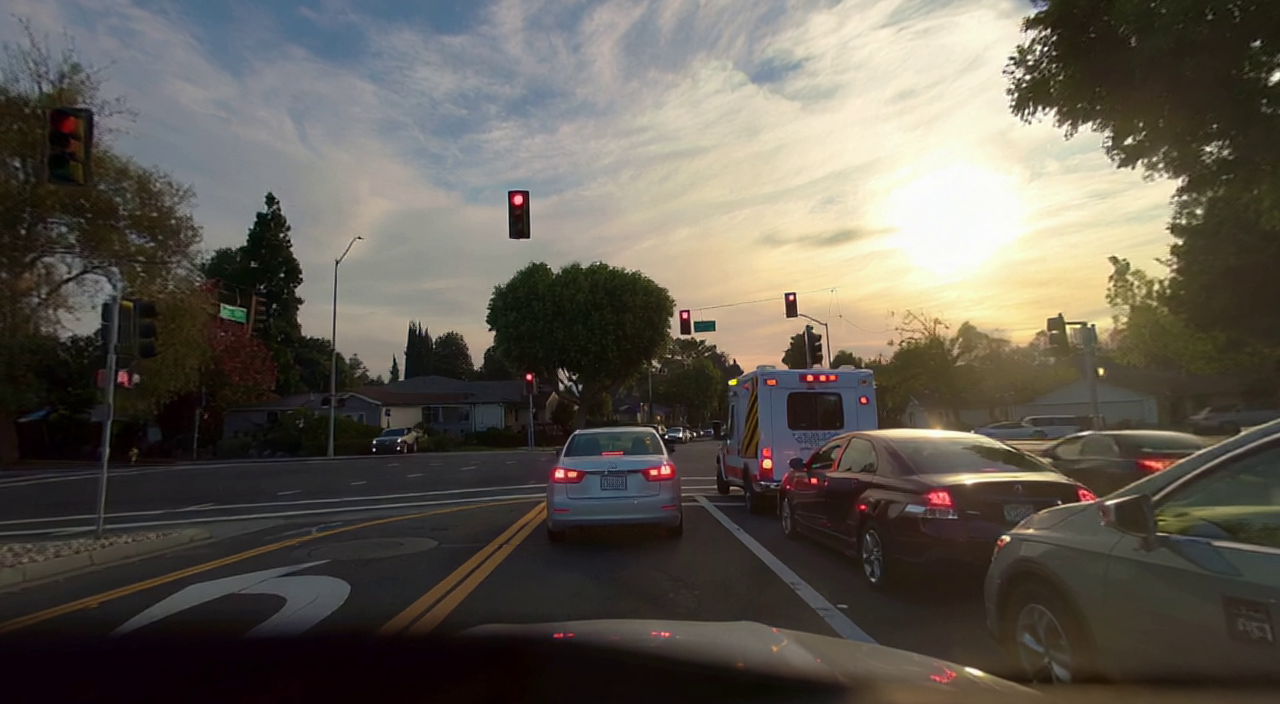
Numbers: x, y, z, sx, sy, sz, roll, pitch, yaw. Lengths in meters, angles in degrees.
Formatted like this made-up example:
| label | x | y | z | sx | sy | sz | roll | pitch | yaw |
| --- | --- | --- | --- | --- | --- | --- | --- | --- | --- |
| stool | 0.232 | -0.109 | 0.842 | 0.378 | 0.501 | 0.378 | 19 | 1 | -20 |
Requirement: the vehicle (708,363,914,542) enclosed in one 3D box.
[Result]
| label | x | y | z | sx | sy | sz | roll | pitch | yaw |
| --- | --- | --- | --- | --- | --- | --- | --- | --- | --- |
| vehicle | 2.869 | 1.902 | 12.370 | 2.406 | 2.687 | 5.521 | 0 | -8 | 0 |

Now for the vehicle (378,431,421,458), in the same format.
| label | x | y | z | sx | sy | sz | roll | pitch | yaw |
| --- | --- | --- | --- | --- | --- | --- | --- | --- | --- |
| vehicle | -17.732 | 6.876 | 46.860 | 2.246 | 1.880 | 4.454 | 1 | -8 | -12 |

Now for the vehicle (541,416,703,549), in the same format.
| label | x | y | z | sx | sy | sz | roll | pitch | yaw |
| --- | --- | --- | --- | --- | --- | --- | --- | --- | --- |
| vehicle | -0.265 | 1.982 | 10.186 | 2.114 | 1.707 | 3.725 | 0 | -8 | -1 |

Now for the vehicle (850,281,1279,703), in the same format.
| label | x | y | z | sx | sy | sz | roll | pitch | yaw |
| --- | --- | --- | --- | --- | --- | --- | --- | --- | --- |
| vehicle | 2.853 | 0.892 | 2.884 | 2.194 | 1.820 | 4.652 | 0 | -8 | 0 |
